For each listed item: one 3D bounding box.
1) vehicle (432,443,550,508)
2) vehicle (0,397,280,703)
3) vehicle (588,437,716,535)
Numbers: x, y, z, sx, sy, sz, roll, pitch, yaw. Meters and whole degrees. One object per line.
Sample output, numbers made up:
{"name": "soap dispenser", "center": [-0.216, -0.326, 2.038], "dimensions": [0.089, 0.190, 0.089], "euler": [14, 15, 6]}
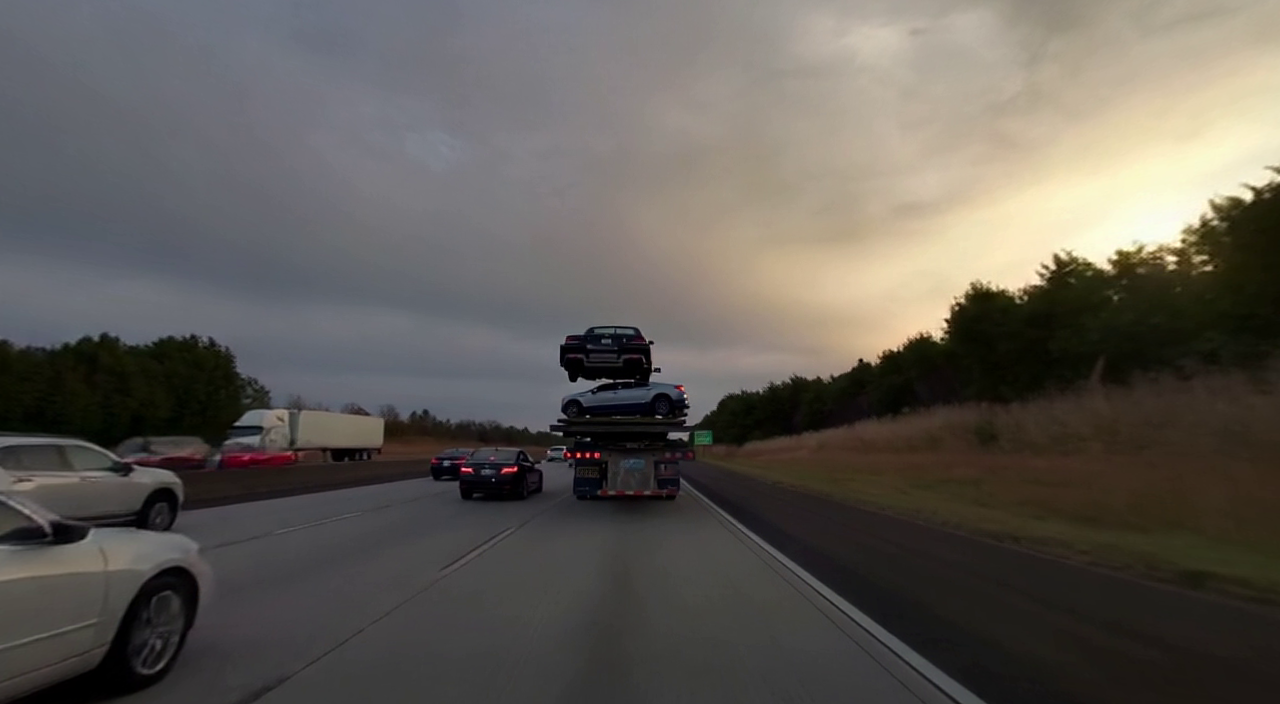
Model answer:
{"name": "vehicle", "center": [-3.760, 3.210, 16.840], "dimensions": [1.947, 1.470, 4.526], "euler": [0, -9, 1]}
{"name": "vehicle", "center": [-3.369, 0.892, 2.071], "dimensions": [2.149, 1.497, 3.753], "euler": [0, -9, 0]}
{"name": "vehicle", "center": [0.176, 2.357, 11.593], "dimensions": [1.991, 1.507, 3.391], "euler": [0, -9, 0]}
